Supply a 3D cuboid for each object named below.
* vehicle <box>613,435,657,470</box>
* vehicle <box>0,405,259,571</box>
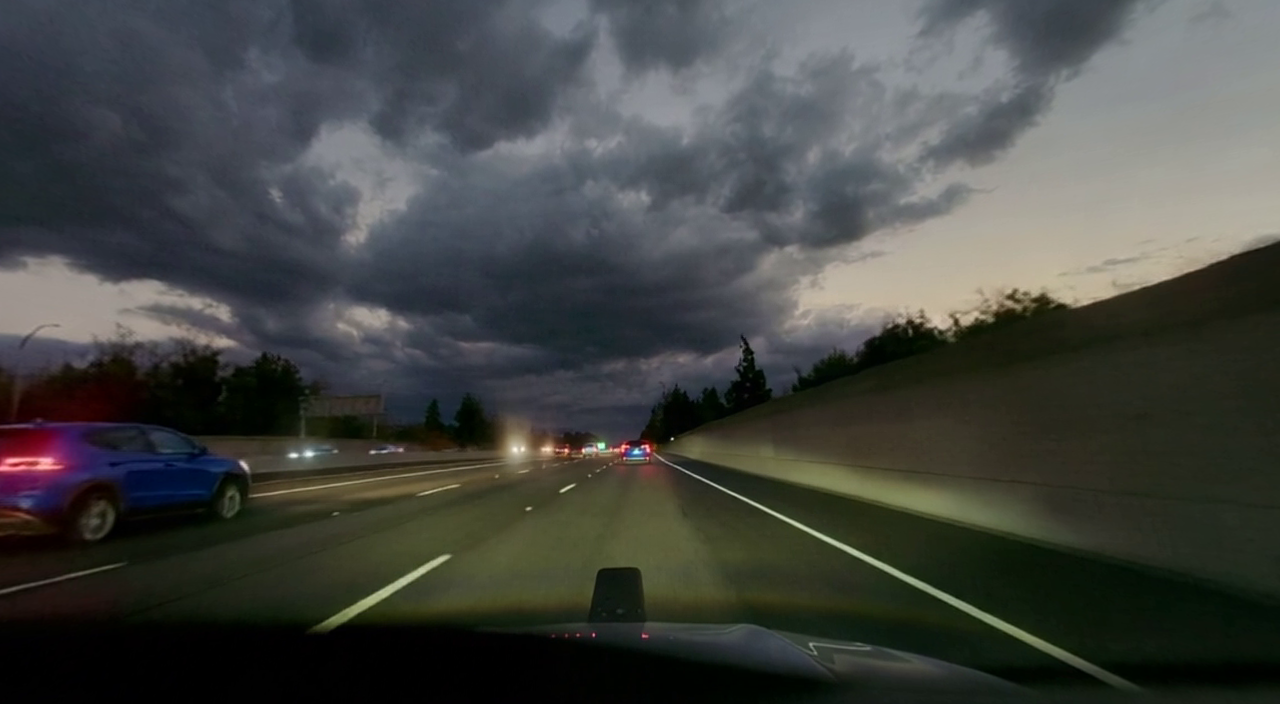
[{"bbox_3d":[-0.224,5.222,32.866,2.141,1.706,4.065,0,-9,1],"label":"vehicle"},{"bbox_3d":[-7.711,1.714,8.619,2.166,1.705,4.433,0,-9,0],"label":"vehicle"}]
